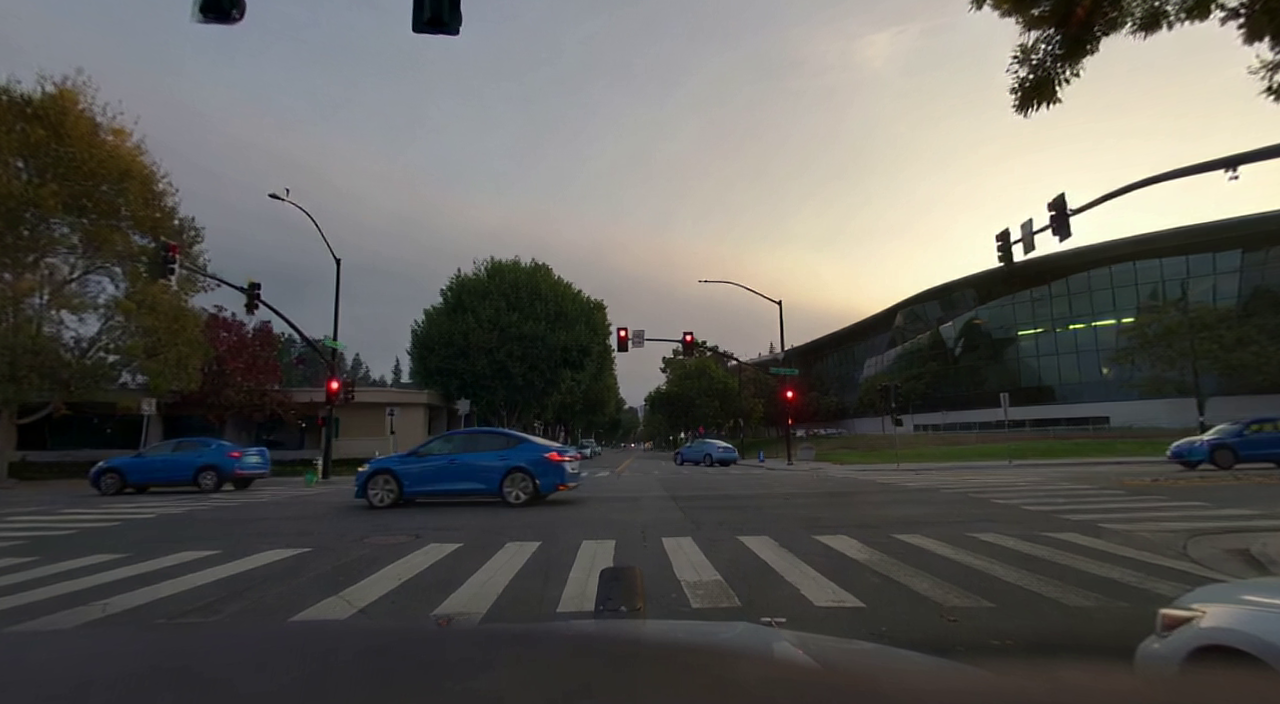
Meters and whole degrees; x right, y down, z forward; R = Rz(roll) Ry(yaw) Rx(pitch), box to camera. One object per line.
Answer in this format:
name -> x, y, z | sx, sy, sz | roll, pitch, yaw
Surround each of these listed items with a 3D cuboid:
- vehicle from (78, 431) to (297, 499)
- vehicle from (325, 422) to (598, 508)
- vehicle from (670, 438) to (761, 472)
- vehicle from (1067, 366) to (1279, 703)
vehicle -> -12.455, 3.118, 17.532 | 4.565, 1.769, 1.940 | 0, -8, 0
vehicle -> -3.675, 2.448, 13.773 | 5.369, 1.704, 1.993 | 0, -8, 1
vehicle -> 3.426, 4.793, 29.429 | 2.031, 1.442, 4.446 | 4, -9, -28
vehicle -> 2.885, 0.678, 0.827 | 1.947, 1.576, 3.825 | 0, -8, 1
